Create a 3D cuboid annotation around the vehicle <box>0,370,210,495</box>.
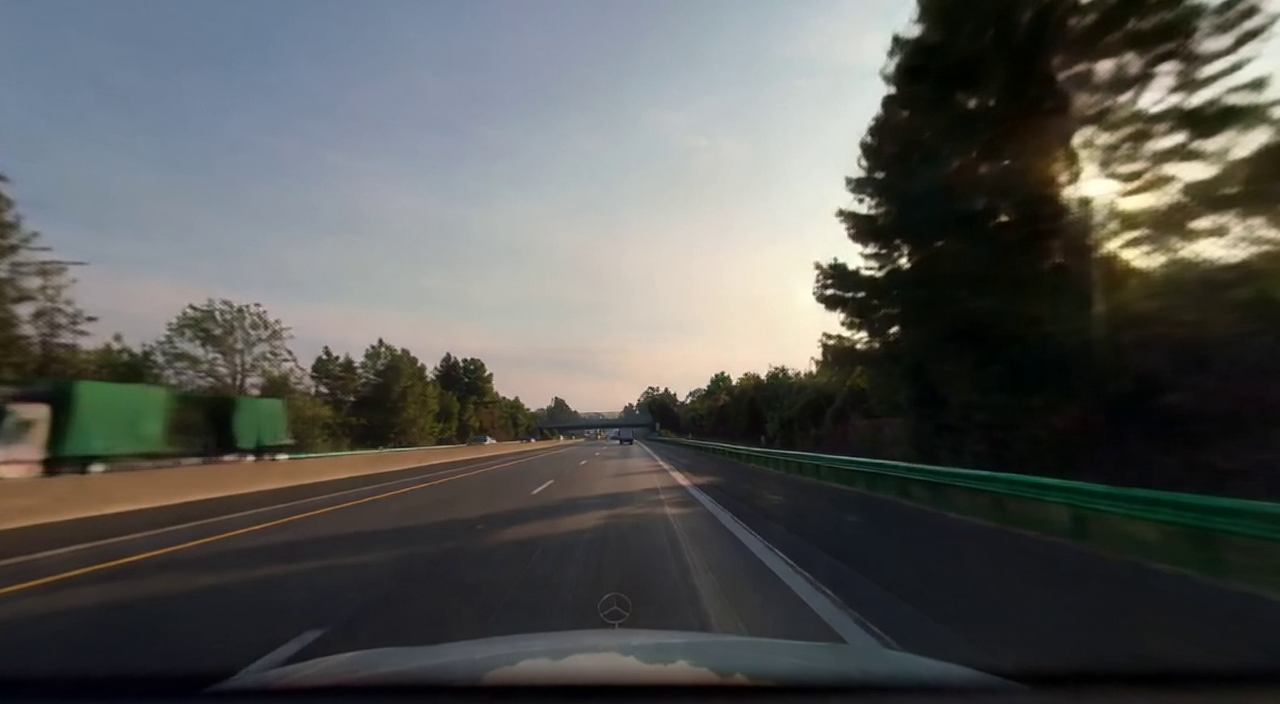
[{"bbox_3d":[-17.360,2.577,20.263,2.903,3.412,5.821,0,-7,-2],"label":"vehicle"}]
